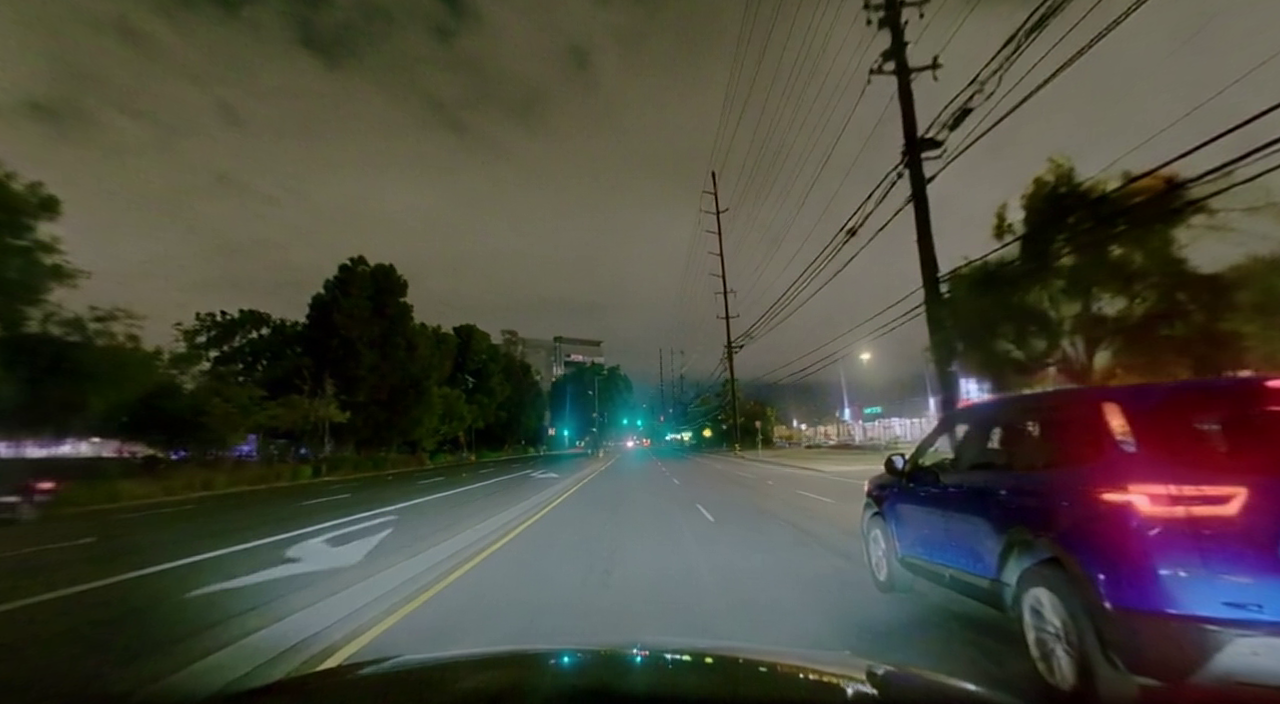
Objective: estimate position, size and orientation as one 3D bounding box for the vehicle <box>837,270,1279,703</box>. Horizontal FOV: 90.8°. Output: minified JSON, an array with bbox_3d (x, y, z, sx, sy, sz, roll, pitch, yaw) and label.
[{"bbox_3d":[3.032,0.948,3.917,2.060,1.820,4.713,0,-9,0],"label":"vehicle"}]
